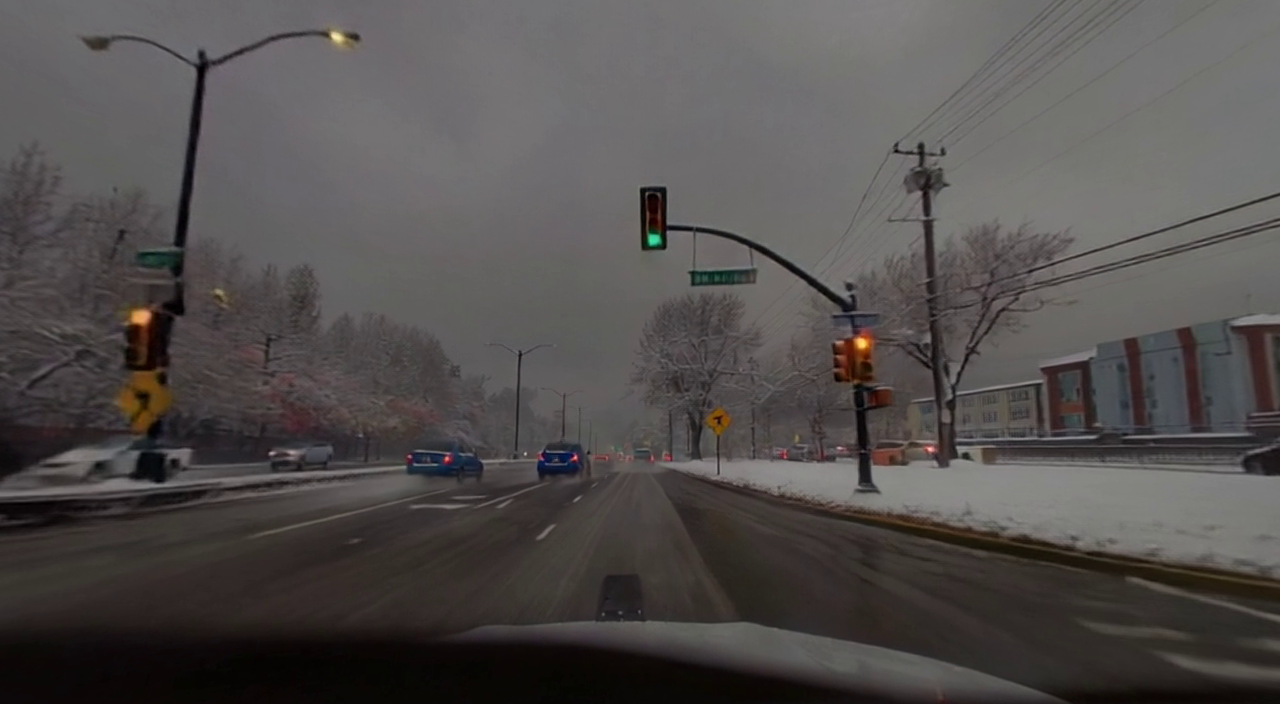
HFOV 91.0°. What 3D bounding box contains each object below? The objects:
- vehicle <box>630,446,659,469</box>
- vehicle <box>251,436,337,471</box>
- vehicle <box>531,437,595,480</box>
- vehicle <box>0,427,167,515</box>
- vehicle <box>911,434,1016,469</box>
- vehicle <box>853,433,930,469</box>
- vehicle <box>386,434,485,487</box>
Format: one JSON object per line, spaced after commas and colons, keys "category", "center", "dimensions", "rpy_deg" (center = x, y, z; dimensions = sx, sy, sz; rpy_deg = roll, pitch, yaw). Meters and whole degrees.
{"category": "vehicle", "center": [0.345, 8.269, 49.533], "dimensions": [2.144, 1.704, 4.028], "rpy_deg": [1, -8, 0]}
{"category": "vehicle", "center": [-19.566, 5.726, 35.893], "dimensions": [2.118, 1.798, 4.923], "rpy_deg": [1, -8, 0]}
{"category": "vehicle", "center": [-3.235, 4.578, 27.393], "dimensions": [2.085, 1.663, 4.513], "rpy_deg": [1, -8, 1]}
{"category": "vehicle", "center": [-11.737, 2.211, 12.114], "dimensions": [1.872, 1.475, 4.325], "rpy_deg": [1, -8, 0]}
{"category": "vehicle", "center": [14.678, 4.518, 28.863], "dimensions": [1.826, 1.474, 4.254], "rpy_deg": [3, -8, -15]}
{"category": "vehicle", "center": [13.331, 5.249, 33.692], "dimensions": [1.862, 1.559, 3.959], "rpy_deg": [-4, -5, -11]}
{"category": "vehicle", "center": [-6.868, 3.666, 21.676], "dimensions": [1.932, 1.596, 4.247], "rpy_deg": [1, -8, 1]}
